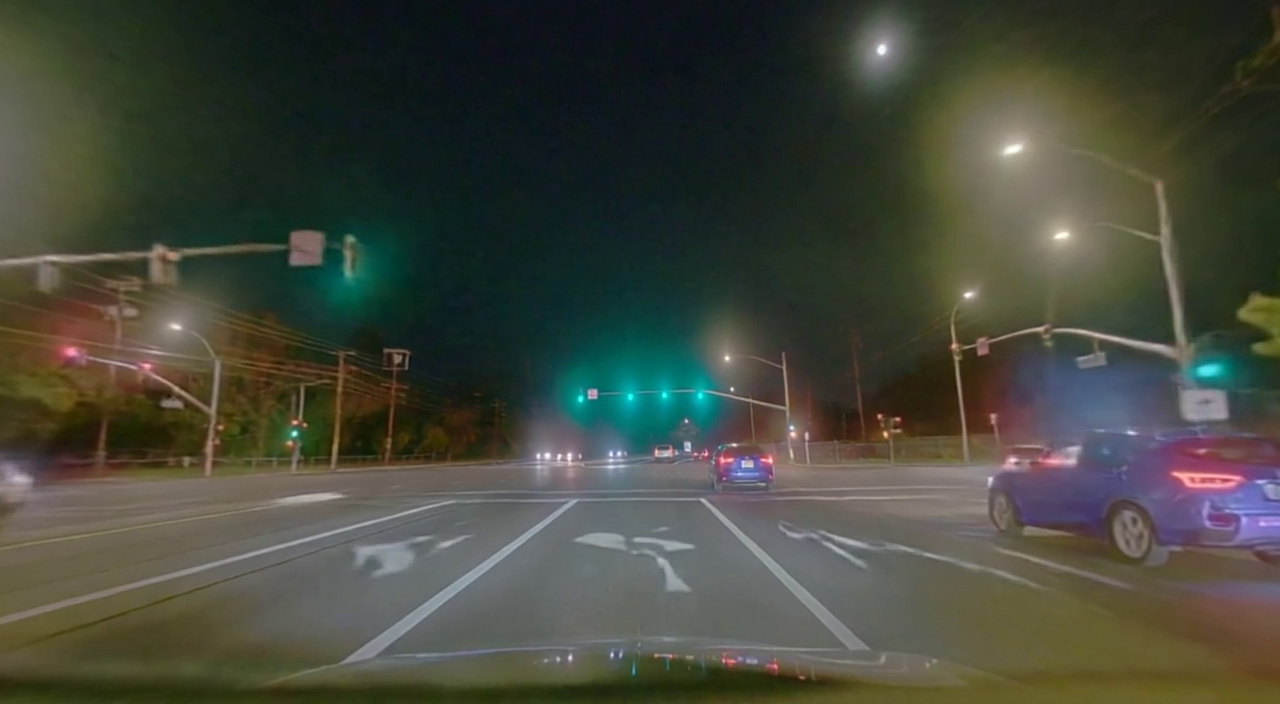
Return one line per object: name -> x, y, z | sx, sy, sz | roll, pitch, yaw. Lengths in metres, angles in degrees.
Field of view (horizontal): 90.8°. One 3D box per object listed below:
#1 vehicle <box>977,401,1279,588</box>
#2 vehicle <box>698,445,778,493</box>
vehicle -> 6.681, 1.697, 8.342 | 2.029, 1.795, 4.371 | 0, -9, 0
vehicle -> 3.259, 3.985, 21.917 | 2.035, 1.460, 4.392 | 0, -9, -1
